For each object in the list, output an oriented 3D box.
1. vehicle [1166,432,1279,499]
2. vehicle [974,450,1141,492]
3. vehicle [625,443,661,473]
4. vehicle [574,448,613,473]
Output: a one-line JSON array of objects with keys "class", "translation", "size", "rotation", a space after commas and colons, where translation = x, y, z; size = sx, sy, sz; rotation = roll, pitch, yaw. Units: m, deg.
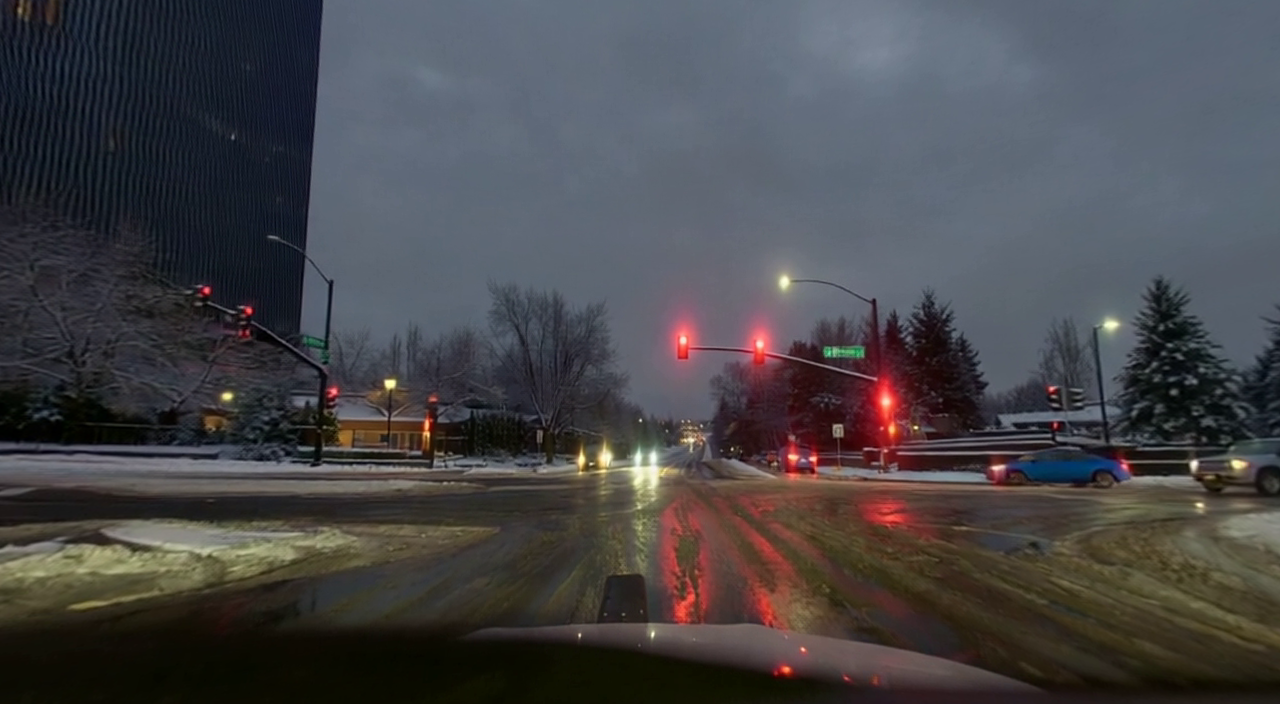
[{"class": "vehicle", "translation": [20.473, 3.488, 19.551], "size": [5.832, 1.949, 2.444], "rotation": [0, -9, 1]}, {"class": "vehicle", "translation": [15.923, 4.541, 24.229], "size": [4.896, 1.503, 1.971], "rotation": [-2, -9, 9]}, {"class": "vehicle", "translation": [0.233, 6.362, 37.877], "size": [2.018, 1.699, 4.751], "rotation": [0, -9, 1]}, {"class": "vehicle", "translation": [-2.930, 6.961, 40.579], "size": [2.068, 1.486, 4.664], "rotation": [0, -9, 2]}]
